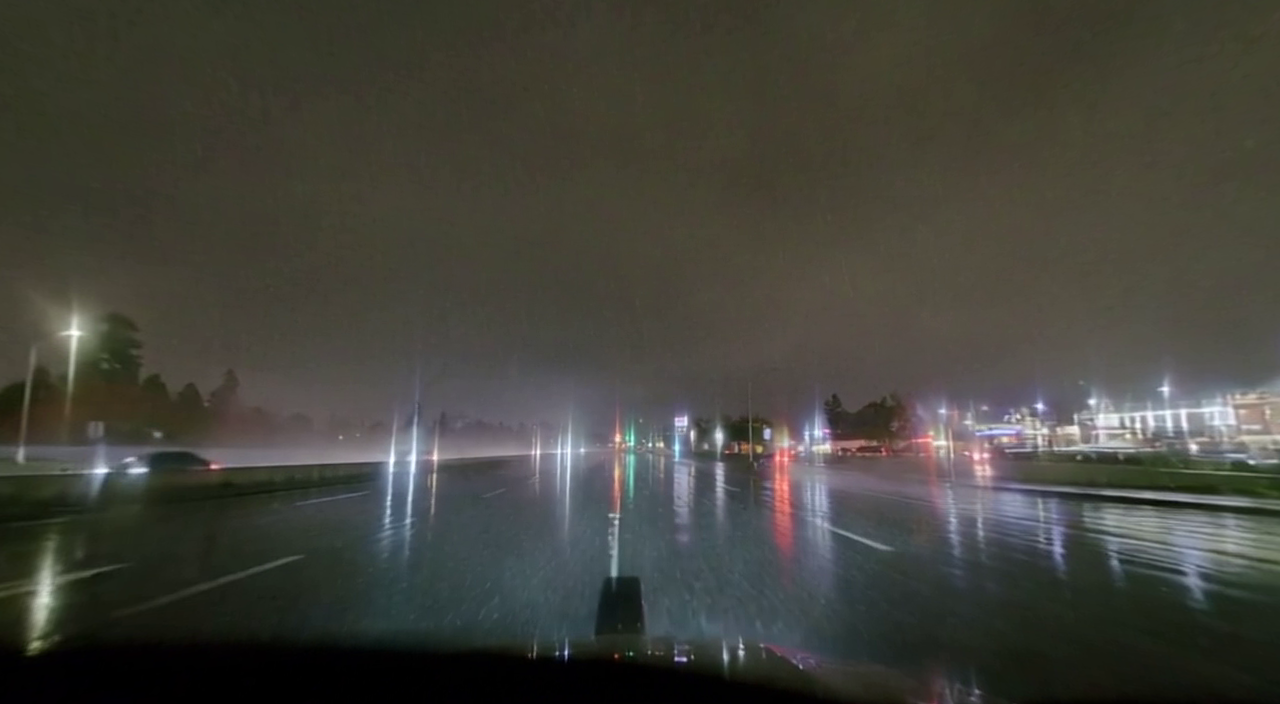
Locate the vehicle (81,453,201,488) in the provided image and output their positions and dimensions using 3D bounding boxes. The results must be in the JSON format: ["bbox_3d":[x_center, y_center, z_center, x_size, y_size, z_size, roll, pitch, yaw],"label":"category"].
[{"bbox_3d":[-24.041,5.695,30.632,1.881,1.537,4.894,0,-9,0],"label":"vehicle"}]

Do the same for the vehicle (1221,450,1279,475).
[{"bbox_3d":[48.162,8.533,48.971,2.296,1.632,4.498,-4,-8,13],"label":"vehicle"}]

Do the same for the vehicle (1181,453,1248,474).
[{"bbox_3d":[45.208,8.729,49.682,1.951,1.528,4.497,-2,-9,16],"label":"vehicle"}]
